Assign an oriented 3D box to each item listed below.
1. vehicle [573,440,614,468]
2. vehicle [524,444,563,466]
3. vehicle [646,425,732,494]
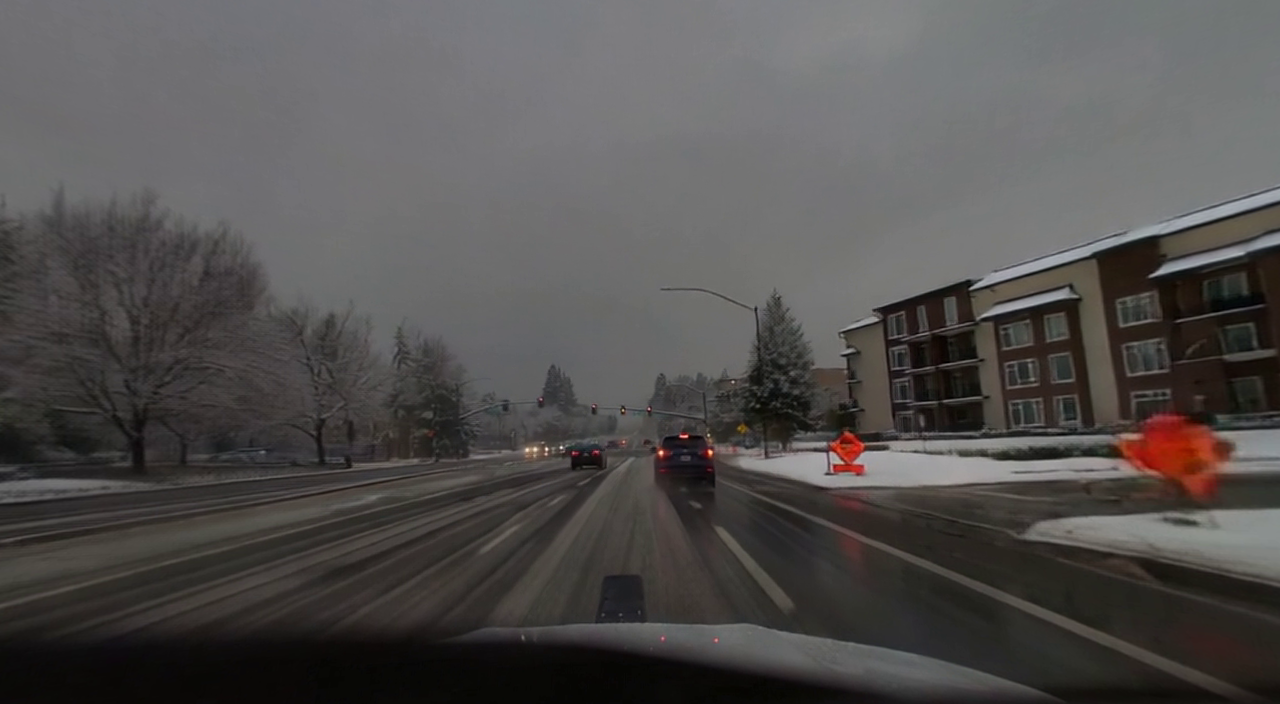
[{"bbox_3d":[-2.826,6.322,39.378,2.121,1.654,3.993,0,-8,1],"label":"vehicle"},{"bbox_3d":[-6.862,7.354,45.451,1.928,1.488,4.635,0,-8,2],"label":"vehicle"},{"bbox_3d":[1.325,3.189,19.047,2.197,1.835,4.316,0,-8,0],"label":"vehicle"}]
